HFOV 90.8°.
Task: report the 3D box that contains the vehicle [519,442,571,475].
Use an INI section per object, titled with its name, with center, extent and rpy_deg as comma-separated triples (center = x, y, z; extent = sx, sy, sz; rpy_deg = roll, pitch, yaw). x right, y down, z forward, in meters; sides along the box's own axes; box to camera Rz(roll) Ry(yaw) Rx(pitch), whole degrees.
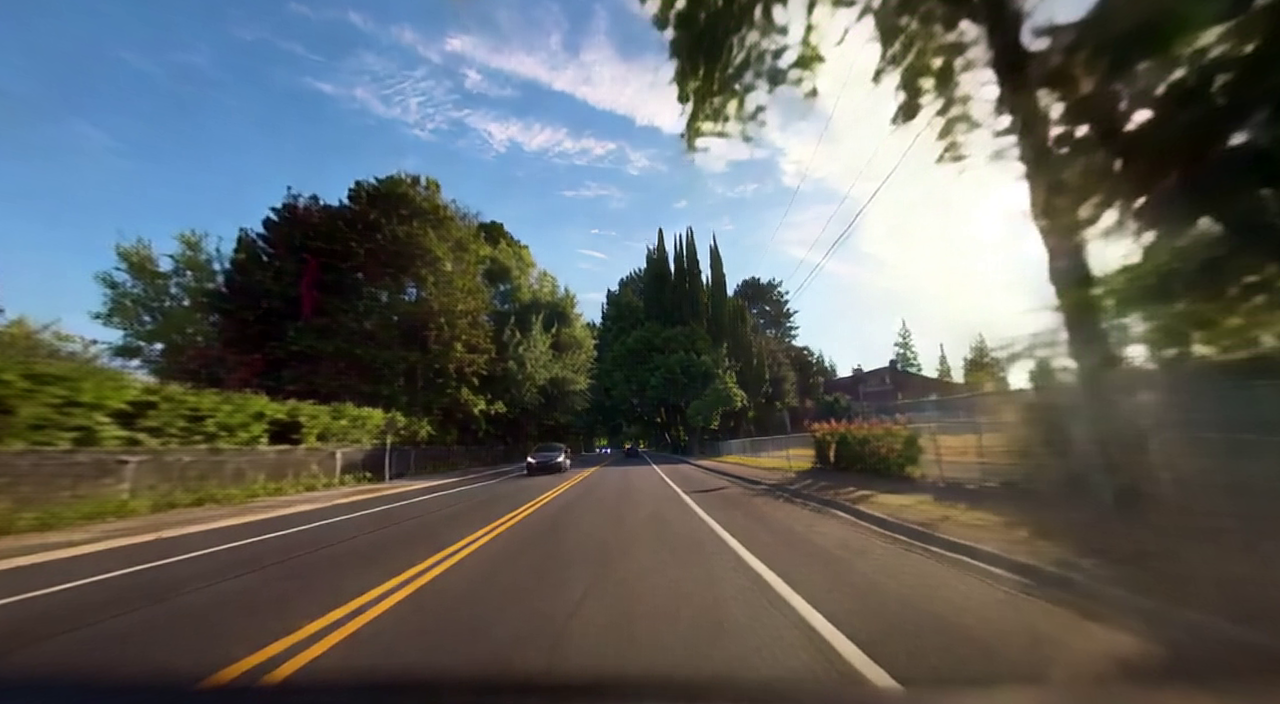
[vehicle]
center = -5.070, 5.754, 34.443
extent = 2.129, 1.664, 4.528
rpy_deg = 0, -8, 0
